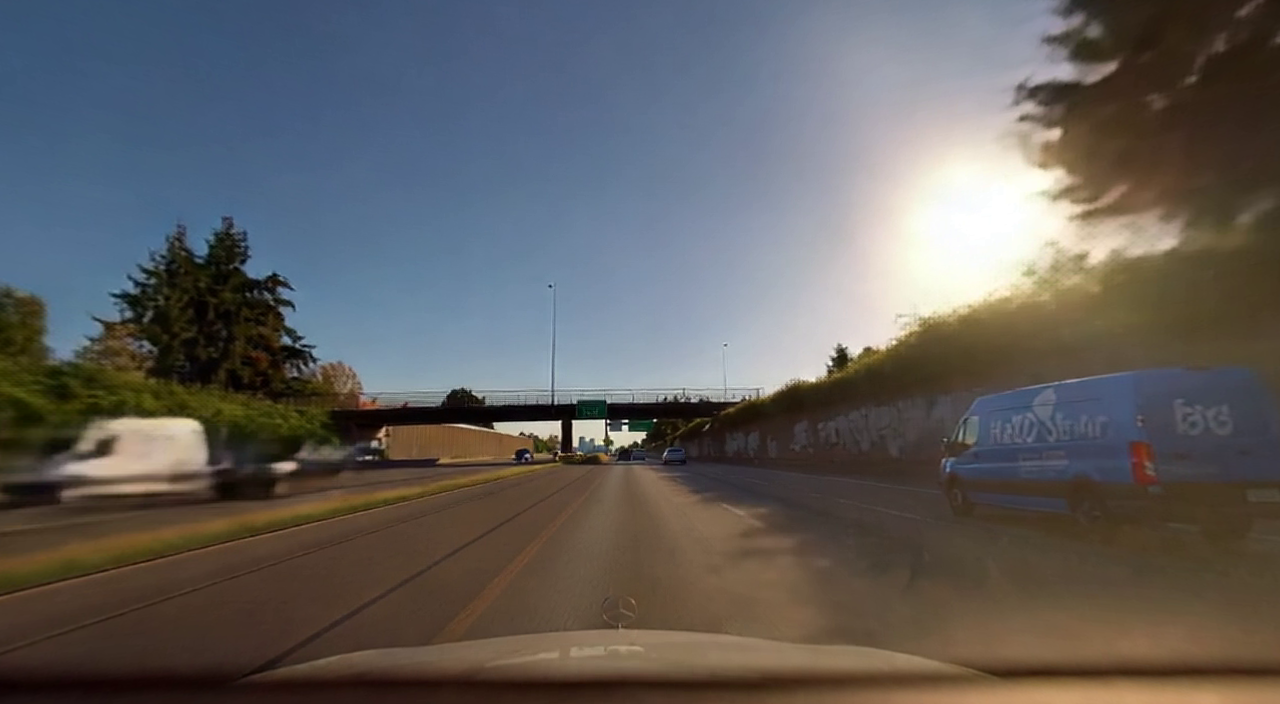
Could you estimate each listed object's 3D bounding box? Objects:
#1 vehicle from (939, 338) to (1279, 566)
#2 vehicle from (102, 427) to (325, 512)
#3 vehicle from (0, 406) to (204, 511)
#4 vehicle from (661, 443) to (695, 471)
[{"bbox_3d":[7.481,1.570,10.194,2.283,2.631,5.719,0,-9,-1],"label":"vehicle"},{"bbox_3d":[-9.900,2.764,15.223,2.064,1.700,4.696,0,-9,0],"label":"vehicle"},{"bbox_3d":[-15.198,2.826,16.977,2.397,2.304,6.142,0,-9,0],"label":"vehicle"},{"bbox_3d":[2.714,7.731,46.433,2.007,1.943,5.010,0,-9,-2],"label":"vehicle"}]
